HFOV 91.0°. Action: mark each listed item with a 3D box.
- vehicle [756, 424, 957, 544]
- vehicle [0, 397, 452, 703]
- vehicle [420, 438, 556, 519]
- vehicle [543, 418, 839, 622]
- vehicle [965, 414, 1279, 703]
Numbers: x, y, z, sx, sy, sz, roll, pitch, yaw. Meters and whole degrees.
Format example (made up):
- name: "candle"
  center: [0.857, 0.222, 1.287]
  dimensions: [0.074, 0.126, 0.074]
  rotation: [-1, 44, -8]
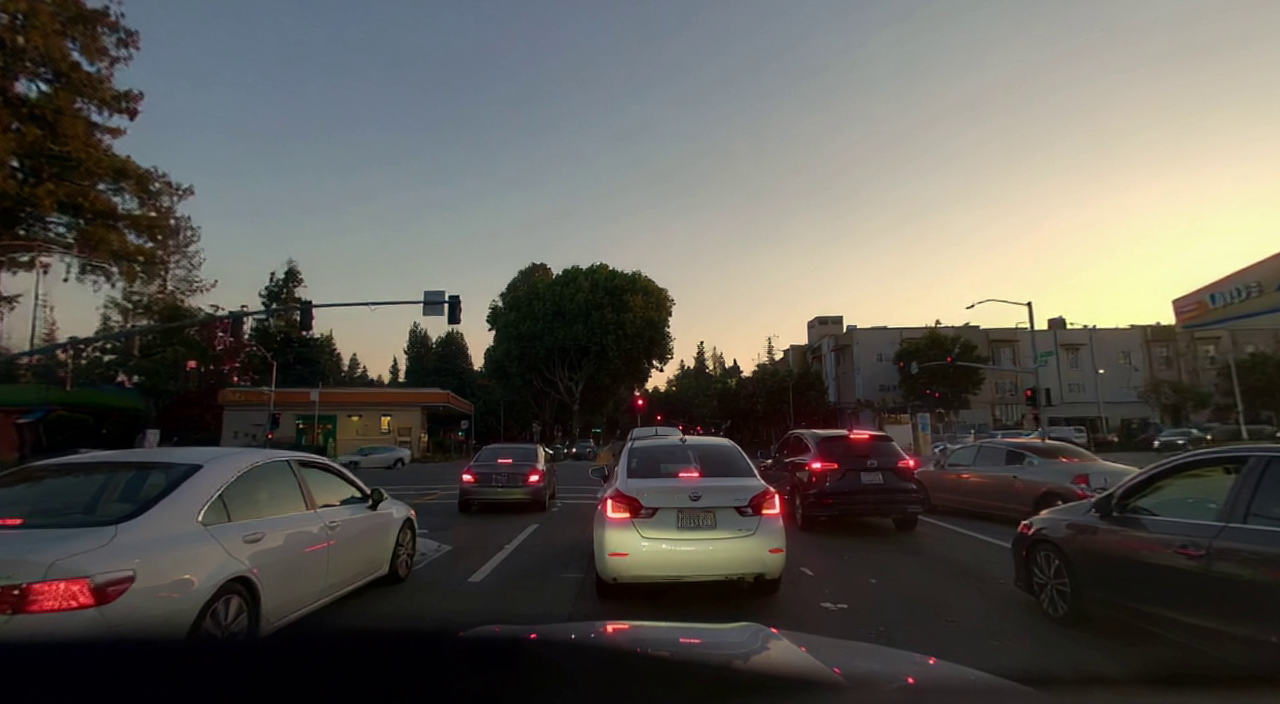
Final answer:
- name: "vehicle"
  center: [3.373, 2.128, 10.797]
  dimensions: [1.947, 1.630, 4.127]
  rotation: [0, -9, 0]
- name: "vehicle"
  center: [-3.011, 1.248, 4.625]
  dimensions: [1.887, 1.493, 4.255]
  rotation: [0, -9, 1]
- name: "vehicle"
  center: [-3.077, 2.645, 13.709]
  dimensions: [1.867, 1.474, 4.237]
  rotation: [0, -9, 1]
- name: "vehicle"
  center: [0.326, 1.585, 6.950]
  dimensions: [2.220, 1.507, 4.317]
  rotation: [0, -9, -2]
- name: "vehicle"
  center: [4.176, 1.135, 3.614]
  dimensions: [1.950, 1.497, 4.686]
  rotation: [0, -9, -3]
